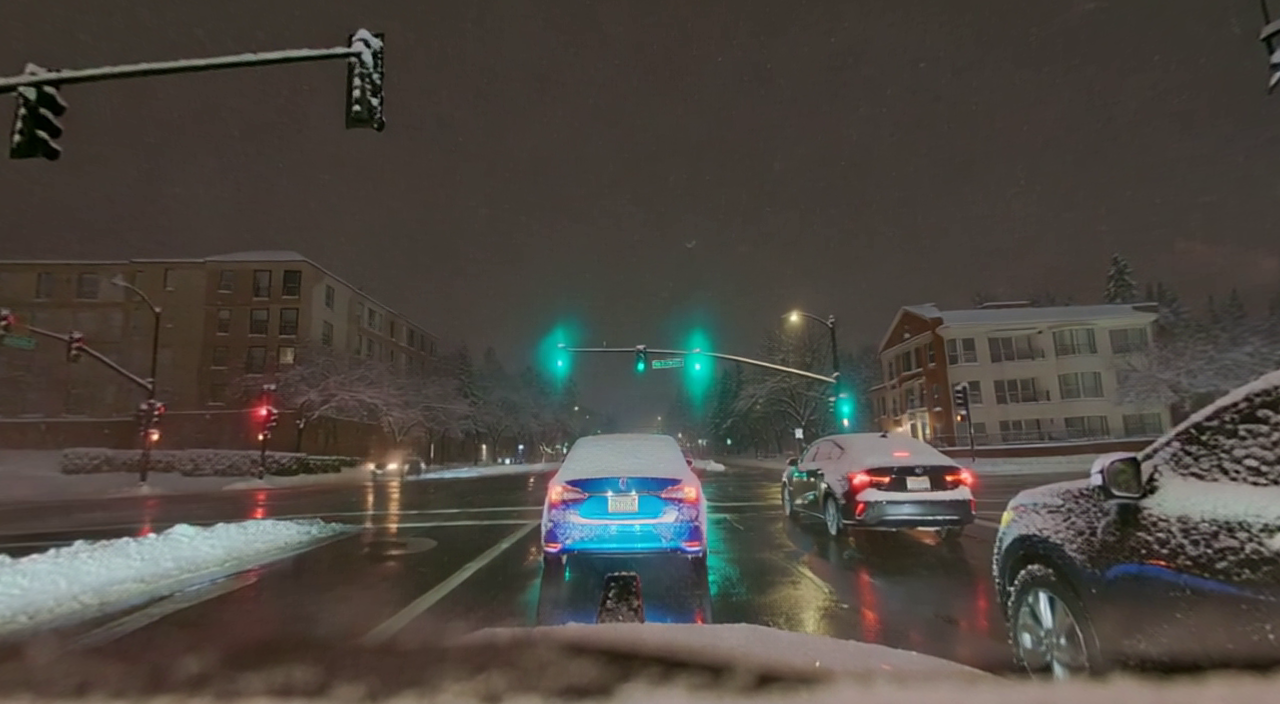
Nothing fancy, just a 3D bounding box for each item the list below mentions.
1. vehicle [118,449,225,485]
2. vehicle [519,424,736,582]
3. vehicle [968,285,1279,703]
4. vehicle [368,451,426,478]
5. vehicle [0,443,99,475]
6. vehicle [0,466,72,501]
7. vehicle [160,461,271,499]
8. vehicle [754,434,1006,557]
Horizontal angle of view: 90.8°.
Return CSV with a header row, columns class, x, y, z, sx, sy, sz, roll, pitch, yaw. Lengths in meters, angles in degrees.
class,x,y,z,sx,sy,sz,roll,pitch,yaw
vehicle,-27.509,6.747,37.346,2.300,1.932,5.056,-1,-8,2
vehicle,-0.142,1.749,8.113,2.095,1.502,3.873,0,-8,-1
vehicle,3.016,0.633,1.573,2.047,1.785,4.357,0,-8,0
vehicle,-14.714,6.830,38.565,1.817,1.442,4.371,0,-8,0
vehicle,-35.783,6.366,37.770,2.145,1.797,5.198,-1,-9,1
vehicle,-28.022,6.071,29.437,1.972,1.433,4.324,8,-12,-39
vehicle,-19.097,5.757,28.696,1.942,1.453,4.448,0,-9,0
vehicle,3.216,2.009,9.661,2.009,1.414,4.416,0,-8,-2
